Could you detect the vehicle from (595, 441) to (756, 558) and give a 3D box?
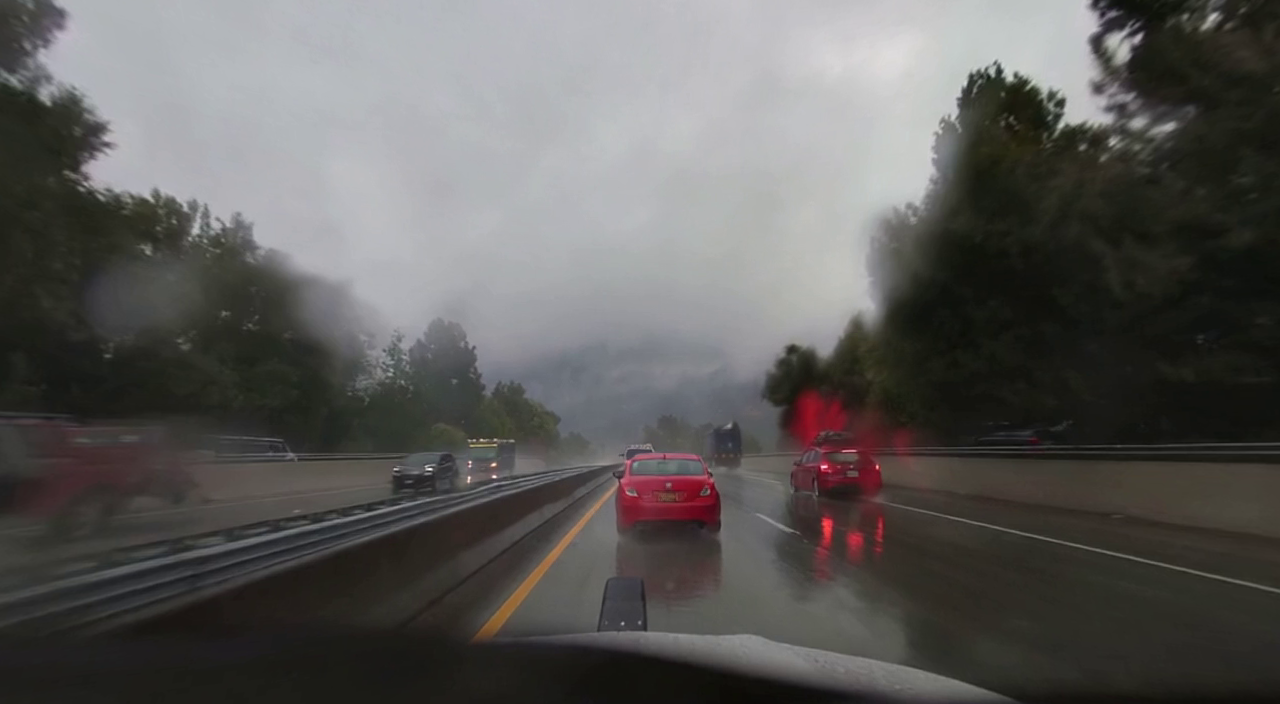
[{"bbox_3d":[0.463,2.215,10.117,2.076,1.485,3.774,0,-9,0],"label":"vehicle"}]

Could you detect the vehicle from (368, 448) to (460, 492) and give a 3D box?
[{"bbox_3d":[-8.459,4.448,24.059,1.834,1.485,4.269,-1,-9,1],"label":"vehicle"}]

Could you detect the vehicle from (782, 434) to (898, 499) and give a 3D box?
[{"bbox_3d":[6.265,3.662,20.418,2.177,1.827,4.565,0,-9,-1],"label":"vehicle"}]

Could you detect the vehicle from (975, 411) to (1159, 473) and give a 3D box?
[{"bbox_3d":[31.547,6.967,48.093,2.822,3.996,14.073,1,-9,-7],"label":"vehicle"}]

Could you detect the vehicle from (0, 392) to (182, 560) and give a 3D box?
[{"bbox_3d":[-12.749,2.123,10.653,2.861,2.937,9.492,0,-9,0],"label":"vehicle"}]

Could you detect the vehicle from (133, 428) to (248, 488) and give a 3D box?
[{"bbox_3d":[-33.507,7.896,47.449,2.902,3.981,7.819,-3,-8,0],"label":"vehicle"}]
